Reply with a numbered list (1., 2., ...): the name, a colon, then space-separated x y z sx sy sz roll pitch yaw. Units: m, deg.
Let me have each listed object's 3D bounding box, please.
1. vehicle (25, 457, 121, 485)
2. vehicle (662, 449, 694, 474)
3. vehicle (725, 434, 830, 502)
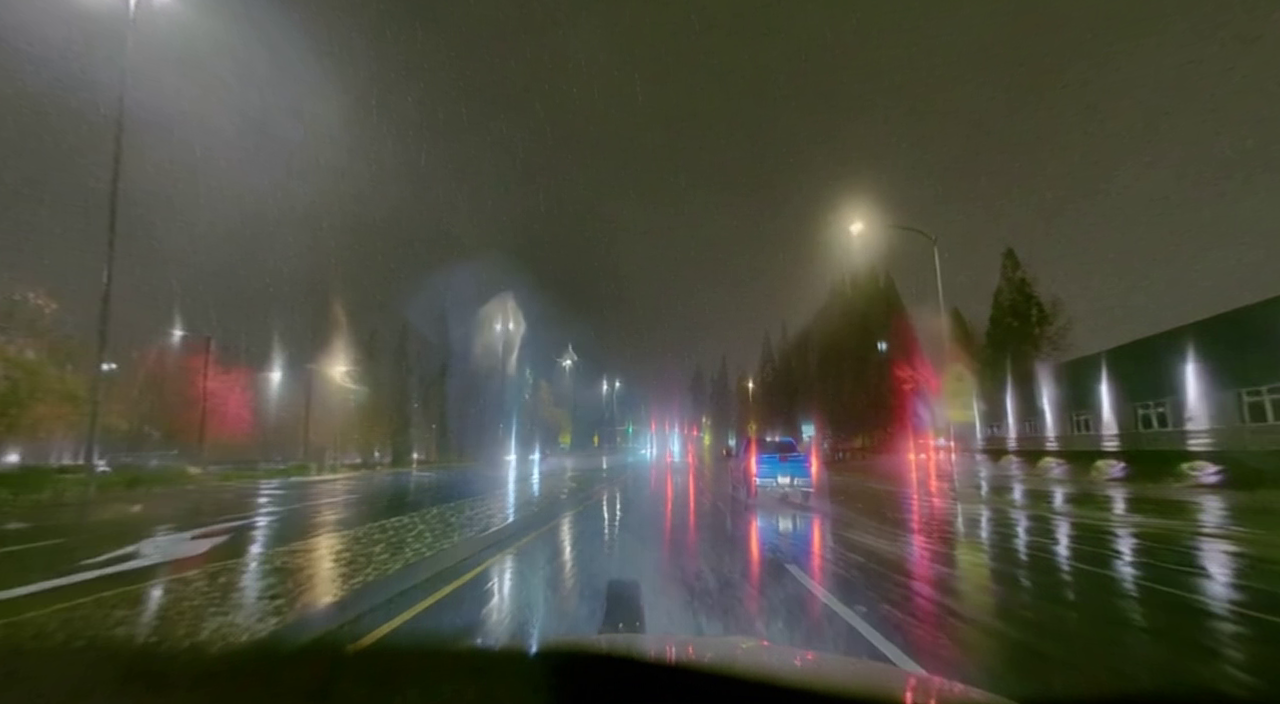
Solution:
1. vehicle: -32.802 6.866 36.488 3.963 1.494 1.802 -1 -9 6
2. vehicle: 2.555 7.167 41.594 1.968 1.521 4.262 0 -9 5
3. vehicle: 4.313 3.748 20.871 2.367 1.919 5.651 0 -9 2
